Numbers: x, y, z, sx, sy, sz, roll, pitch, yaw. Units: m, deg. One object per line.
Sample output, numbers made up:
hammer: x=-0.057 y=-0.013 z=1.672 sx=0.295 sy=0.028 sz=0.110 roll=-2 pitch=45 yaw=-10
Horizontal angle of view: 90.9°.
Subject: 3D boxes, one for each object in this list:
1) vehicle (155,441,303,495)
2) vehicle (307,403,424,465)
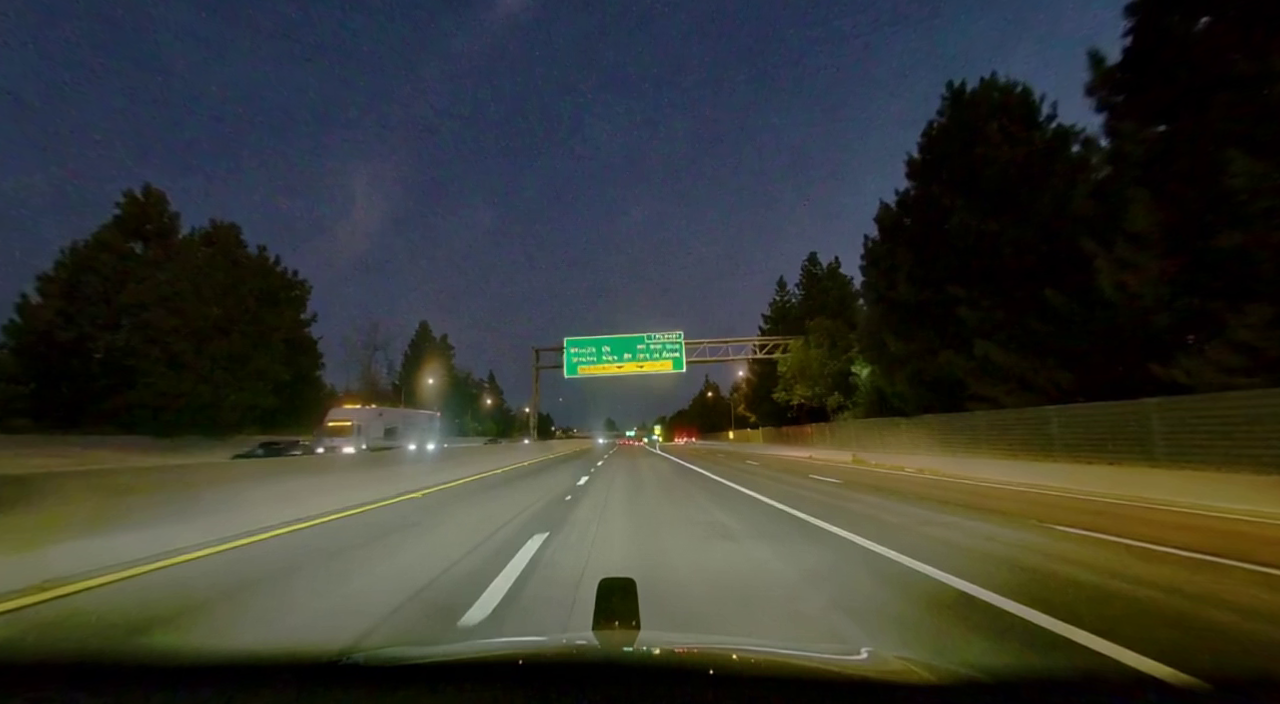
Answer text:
vehicle: x=-12.170 y=3.408 z=19.029 sx=1.807 sy=1.416 sz=4.076 roll=0 pitch=-8 yaw=-2
vehicle: x=-17.761 y=5.508 z=42.082 sx=2.975 sy=3.541 sz=11.755 roll=0 pitch=-8 yaw=-2
